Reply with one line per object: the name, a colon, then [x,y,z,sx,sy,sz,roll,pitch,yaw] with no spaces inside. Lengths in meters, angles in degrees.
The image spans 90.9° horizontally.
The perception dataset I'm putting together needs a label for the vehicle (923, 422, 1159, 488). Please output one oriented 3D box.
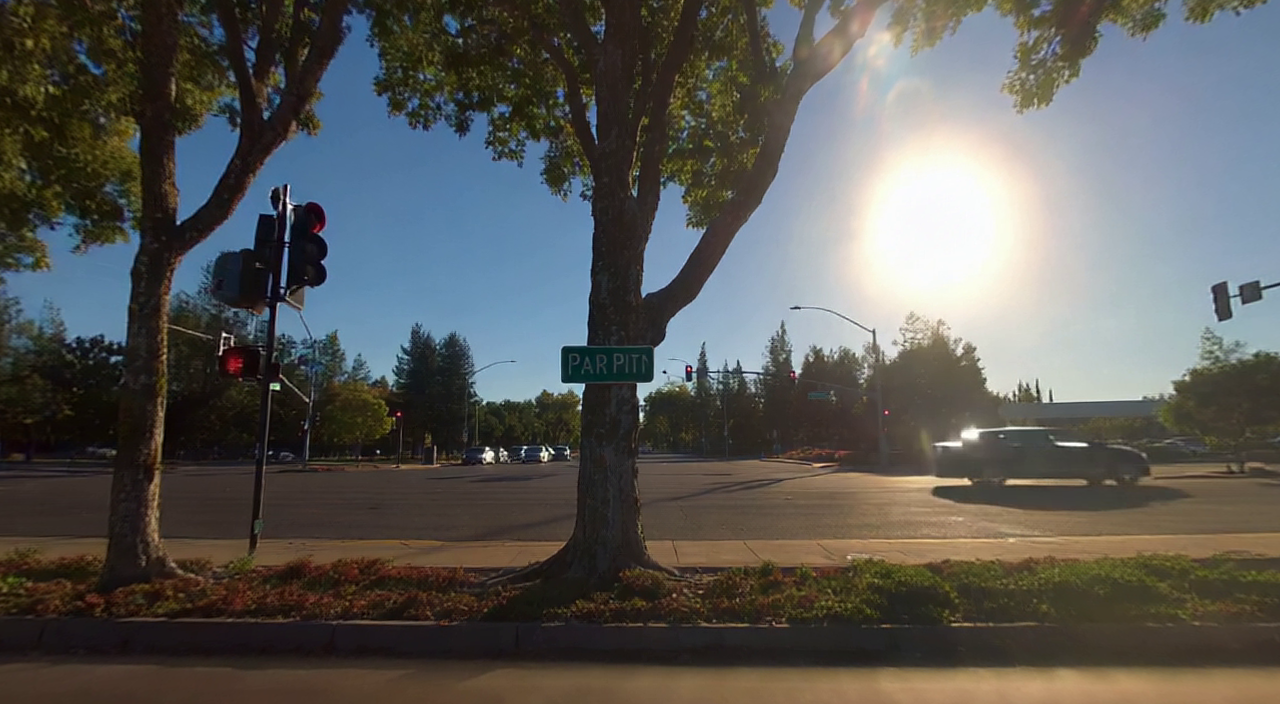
vehicle: [10.924,2.844,17.517,5.155,1.686,1.937,-1,-8,2]
